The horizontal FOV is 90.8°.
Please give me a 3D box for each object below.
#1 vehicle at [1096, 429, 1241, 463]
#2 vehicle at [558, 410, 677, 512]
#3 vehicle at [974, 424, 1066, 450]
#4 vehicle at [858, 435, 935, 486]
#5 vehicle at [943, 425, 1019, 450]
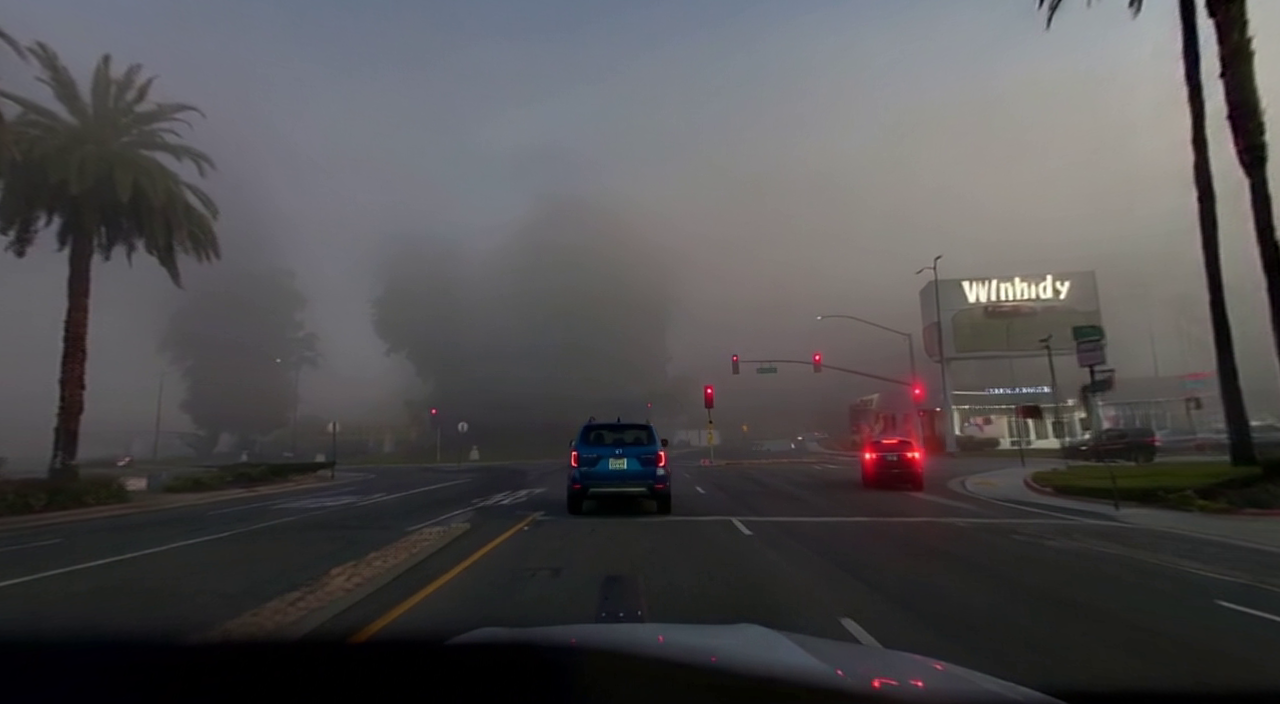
[{"bbox_3d":[24.226,4.316,29.135,4.745,1.474,1.923,-1,-8,7],"label":"vehicle"},{"bbox_3d":[-0.391,2.416,14.459,2.263,1.932,4.709,0,-8,1],"label":"vehicle"},{"bbox_3d":[28.908,6.519,48.113,5.809,1.839,1.957,-5,-10,33],"label":"vehicle"},{"bbox_3d":[9.054,3.713,22.101,2.086,1.560,4.542,-4,-9,26],"label":"vehicle"},{"bbox_3d":[25.151,6.315,46.592,4.641,1.778,1.958,-5,-10,33],"label":"vehicle"}]
